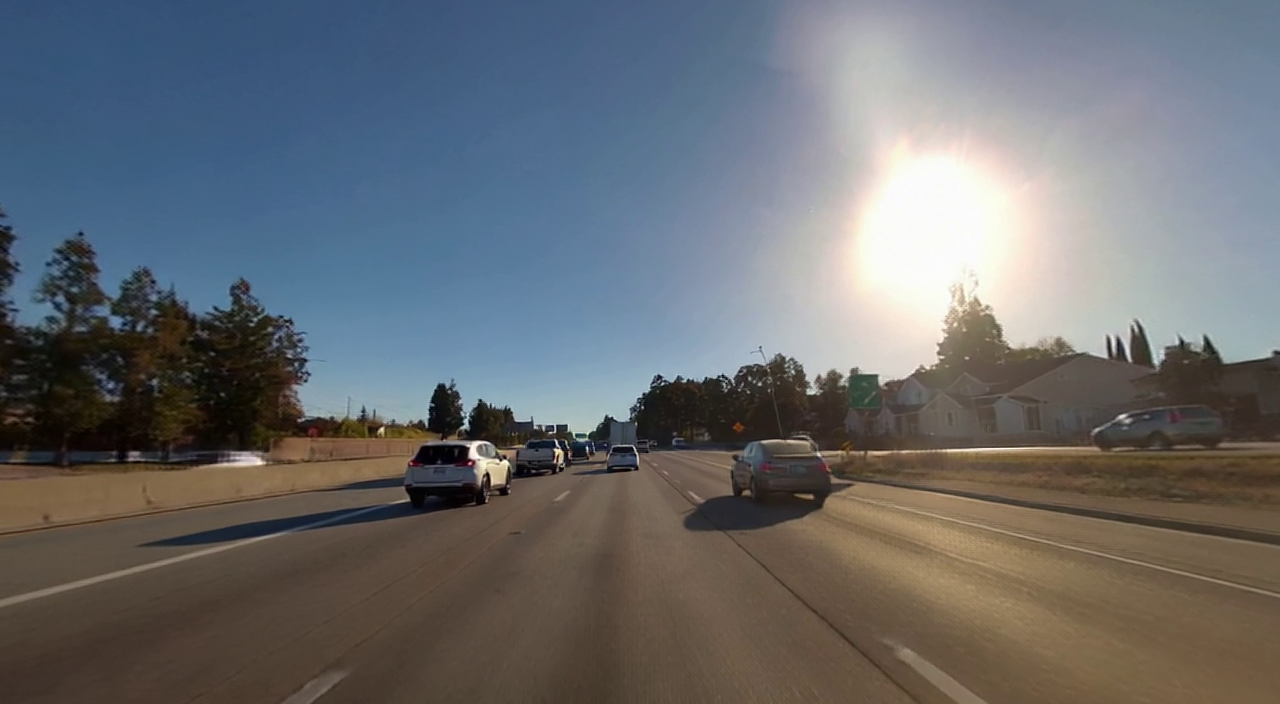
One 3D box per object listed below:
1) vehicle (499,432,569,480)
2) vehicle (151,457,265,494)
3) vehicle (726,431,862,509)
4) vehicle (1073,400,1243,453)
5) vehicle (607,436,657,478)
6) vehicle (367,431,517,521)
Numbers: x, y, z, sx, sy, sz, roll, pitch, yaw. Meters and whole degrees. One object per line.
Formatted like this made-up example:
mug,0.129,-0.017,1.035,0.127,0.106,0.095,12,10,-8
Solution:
vehicle,-4.639,4.678,28.642,2.301,1.944,5.482,0,-9,-1
vehicle,-19.140,5.461,28.300,1.839,1.457,4.701,0,-9,-1
vehicle,3.390,2.709,14.889,2.027,1.554,4.252,0,-9,-2
vehicle,17.997,2.693,22.260,2.048,1.674,4.106,2,-9,-13
vehicle,-0.402,4.706,28.463,2.063,1.703,4.203,0,-9,-2
vehicle,-4.109,2.631,13.900,1.988,1.668,4.021,0,-9,0
